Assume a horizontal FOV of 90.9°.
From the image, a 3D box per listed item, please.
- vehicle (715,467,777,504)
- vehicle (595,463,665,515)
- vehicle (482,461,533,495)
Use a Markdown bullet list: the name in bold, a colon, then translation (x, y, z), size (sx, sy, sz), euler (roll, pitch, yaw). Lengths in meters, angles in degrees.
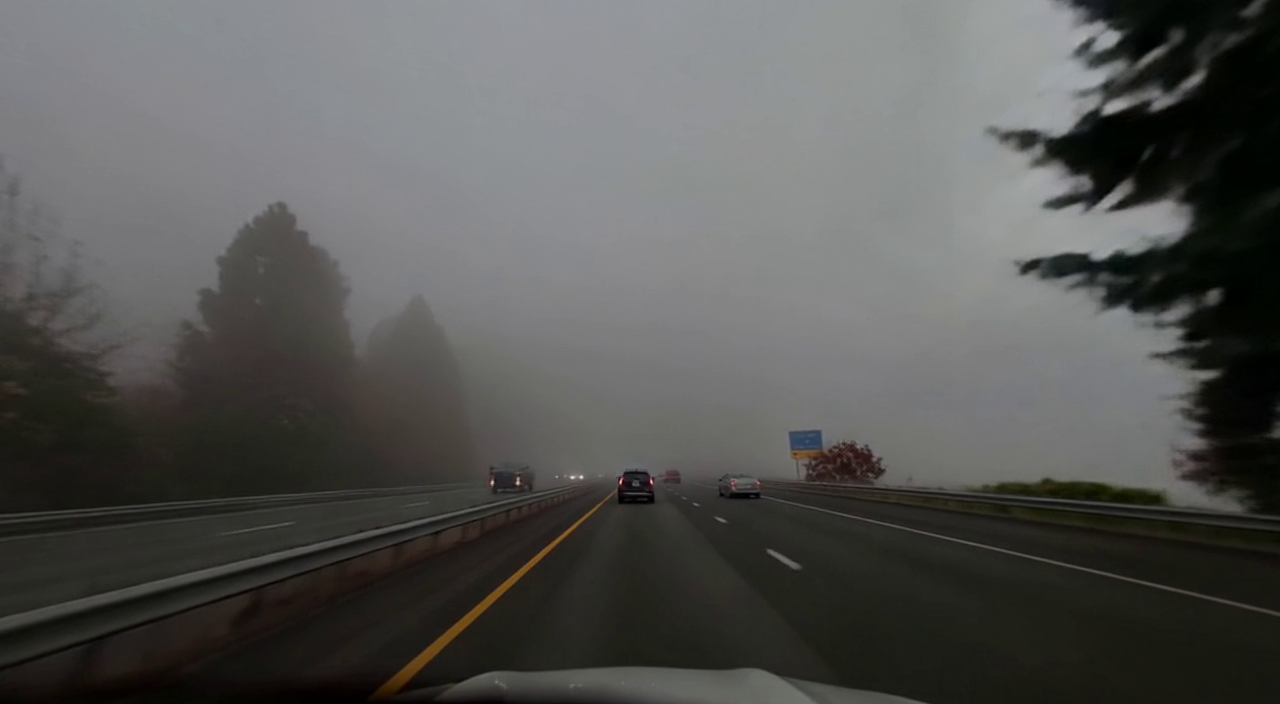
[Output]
- **vehicle**: translation (4.596, 5.866, 28.019), size (1.974, 1.476, 4.119), euler (1, -10, -1)
- **vehicle**: translation (-0.294, 4.395, 20.536), size (2.060, 1.473, 3.726), euler (1, -10, 0)
- **vehicle**: translation (-8.614, 8.264, 41.539), size (2.231, 2.036, 4.904), euler (1, -10, 0)
